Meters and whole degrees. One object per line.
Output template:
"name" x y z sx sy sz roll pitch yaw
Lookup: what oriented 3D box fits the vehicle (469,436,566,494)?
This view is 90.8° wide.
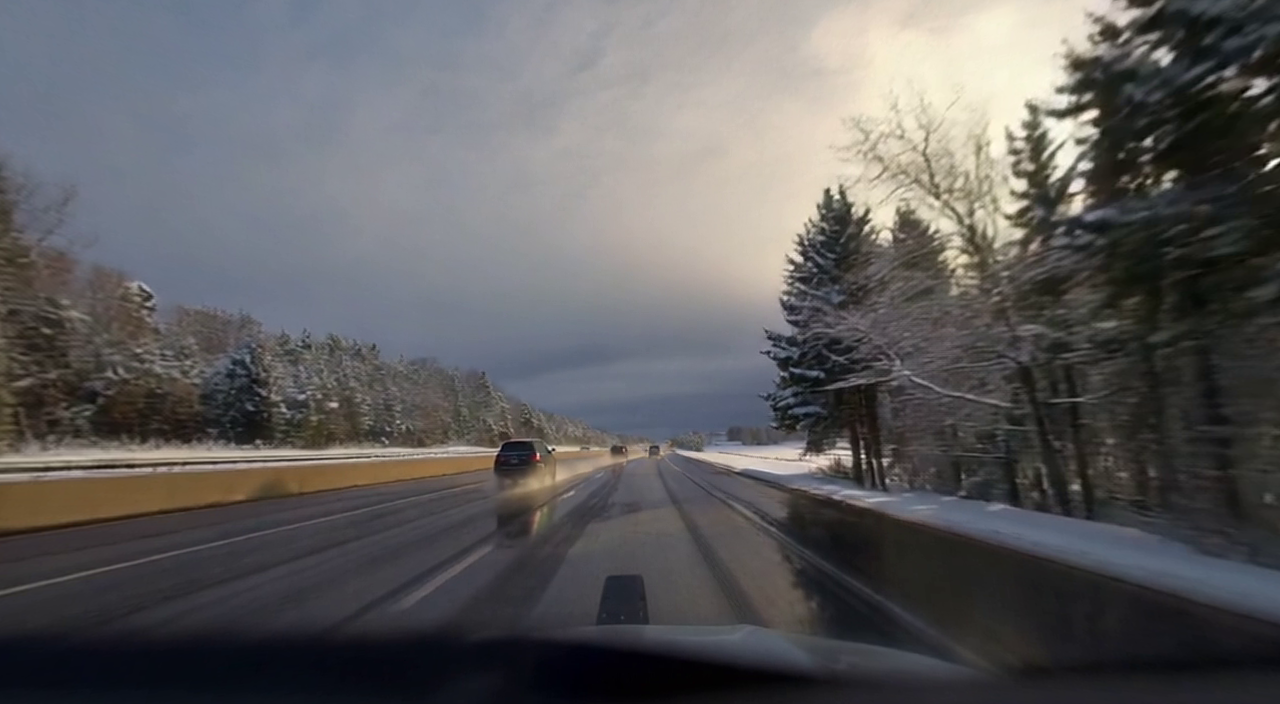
"vehicle" -3.890 3.684 20.901 2.188 1.692 4.623 0 -9 1
